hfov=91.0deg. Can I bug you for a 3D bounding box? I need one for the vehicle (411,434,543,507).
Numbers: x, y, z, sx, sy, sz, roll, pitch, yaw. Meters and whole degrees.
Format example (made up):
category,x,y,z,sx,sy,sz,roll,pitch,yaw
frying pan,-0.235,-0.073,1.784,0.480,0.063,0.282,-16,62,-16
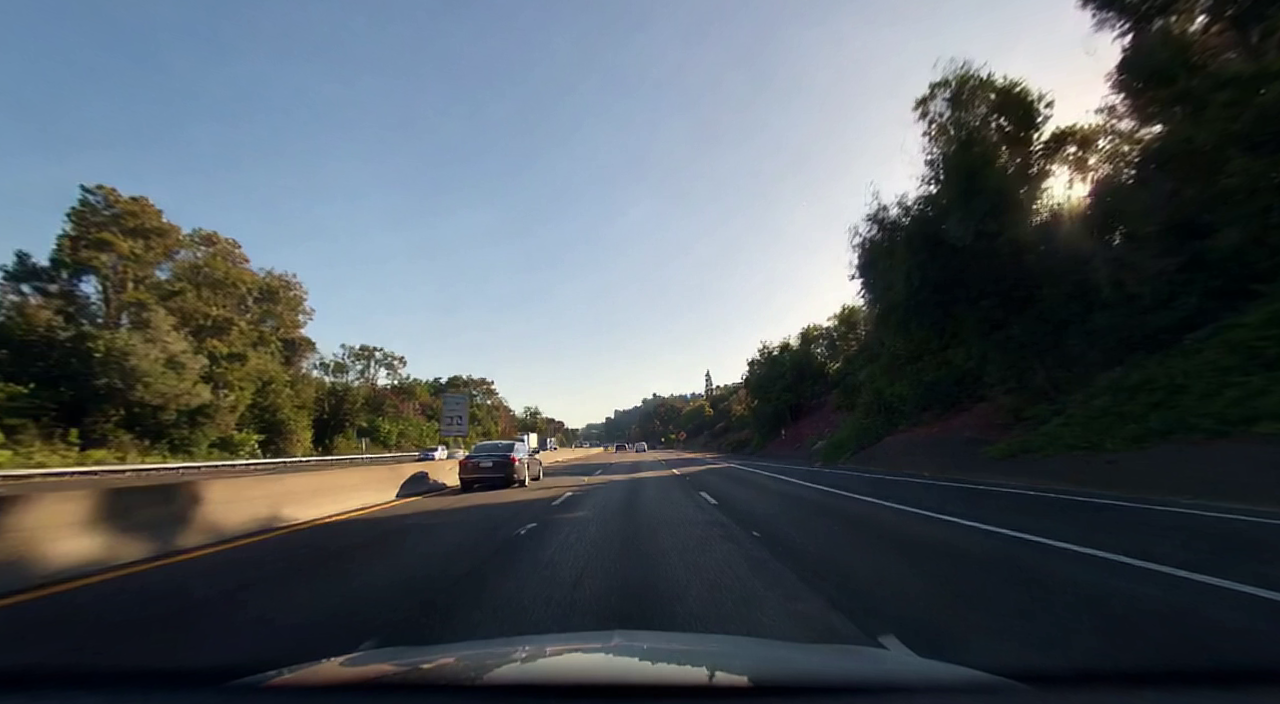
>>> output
category,x,y,z,sx,sy,sz,roll,pitch,yaw
vehicle,-3.912,2.922,16.037,2.158,1.562,4.373,-1,-8,1
